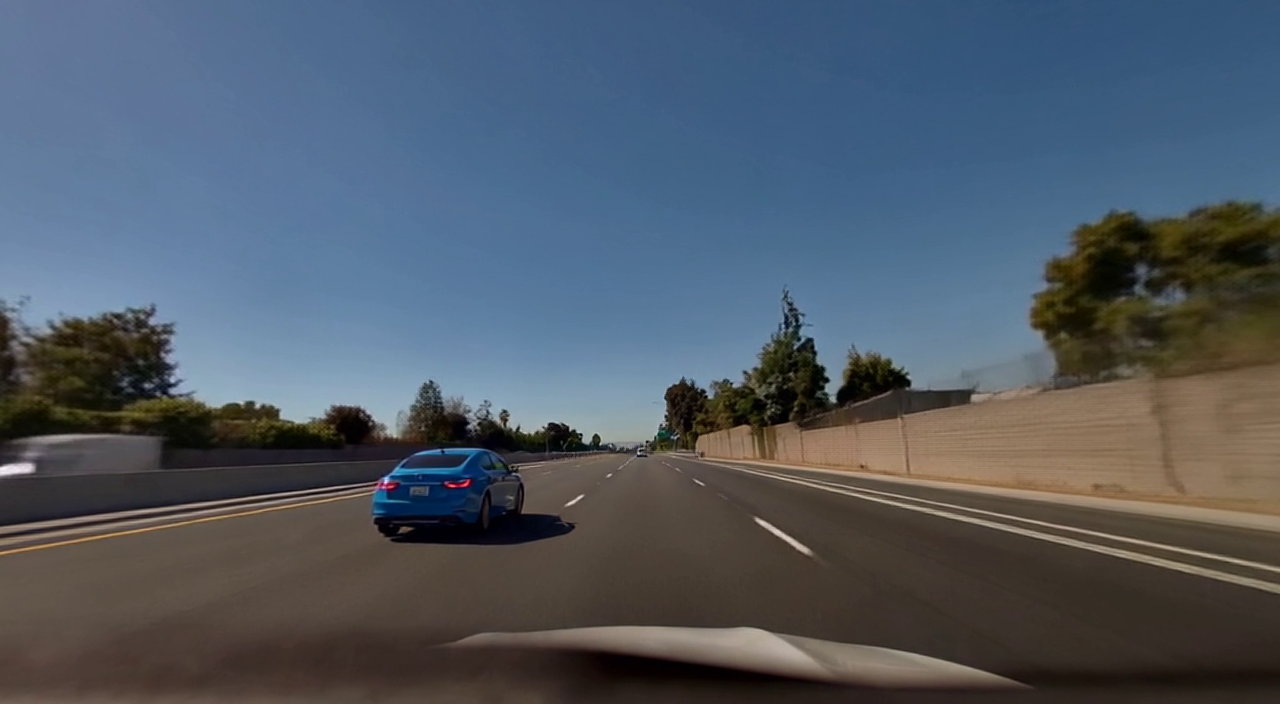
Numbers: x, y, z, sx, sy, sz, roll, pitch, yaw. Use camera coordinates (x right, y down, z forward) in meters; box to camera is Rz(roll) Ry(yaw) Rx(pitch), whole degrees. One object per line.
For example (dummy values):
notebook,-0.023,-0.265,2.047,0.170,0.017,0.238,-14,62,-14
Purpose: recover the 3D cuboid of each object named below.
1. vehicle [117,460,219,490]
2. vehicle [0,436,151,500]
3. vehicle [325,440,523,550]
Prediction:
vehicle,-24.965,6.501,33.570,2.283,1.455,3.923,0,-9,2
vehicle,-25.036,4.993,27.687,2.298,2.459,5.934,0,-9,1
vehicle,-3.330,2.262,10.625,1.935,1.479,3.787,0,-9,1
